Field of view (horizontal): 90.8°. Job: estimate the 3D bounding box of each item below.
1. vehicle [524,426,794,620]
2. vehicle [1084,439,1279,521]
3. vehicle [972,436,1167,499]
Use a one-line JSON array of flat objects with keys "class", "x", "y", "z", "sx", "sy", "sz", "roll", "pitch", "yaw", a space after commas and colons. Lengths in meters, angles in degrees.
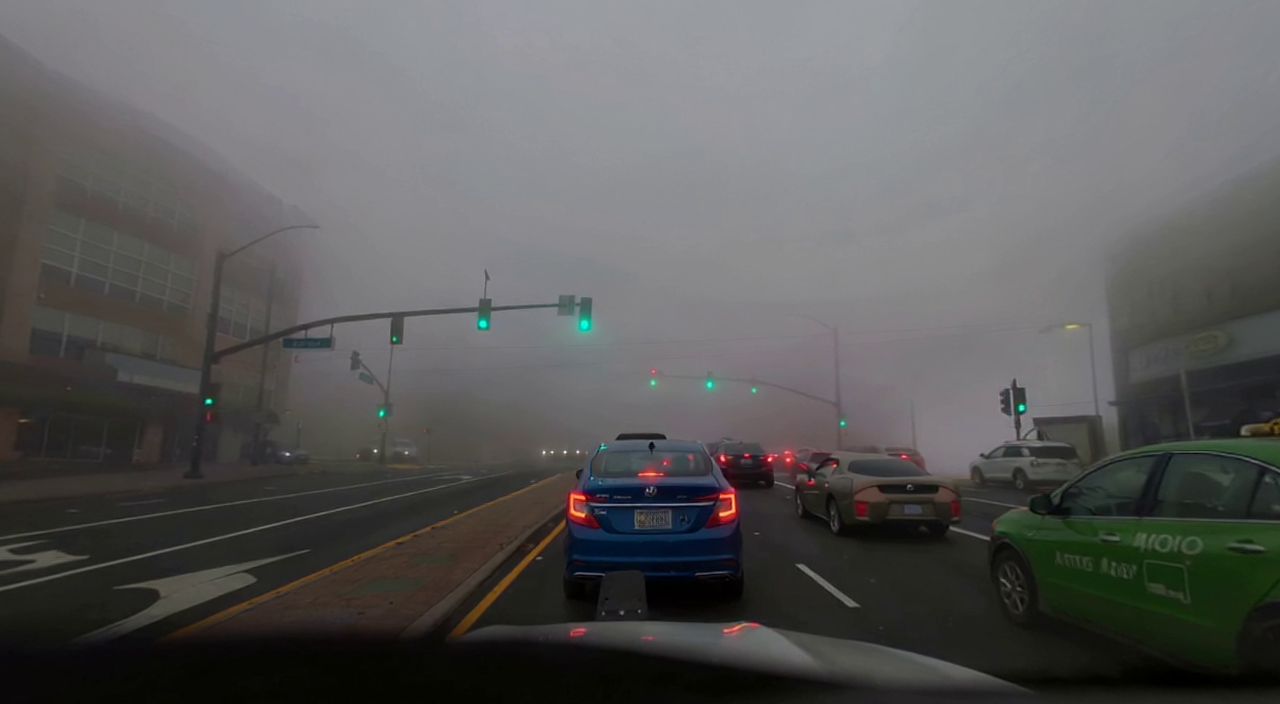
[{"class": "vehicle", "x": 0.134, "y": 1.638, "z": 7.036, "sx": 2.067, "sy": 1.471, "sz": 4.241, "roll": 0, "pitch": -9, "yaw": 0}, {"class": "vehicle", "x": 14.193, "y": 3.101, "z": 15.961, "sx": 2.235, "sy": 1.721, "sz": 5.230, "roll": 0, "pitch": -9, "yaw": 1}, {"class": "vehicle", "x": 14.075, "y": 3.814, "z": 21.351, "sx": 2.309, "sy": 1.819, "sz": 5.793, "roll": 1, "pitch": -9, "yaw": -3}]
